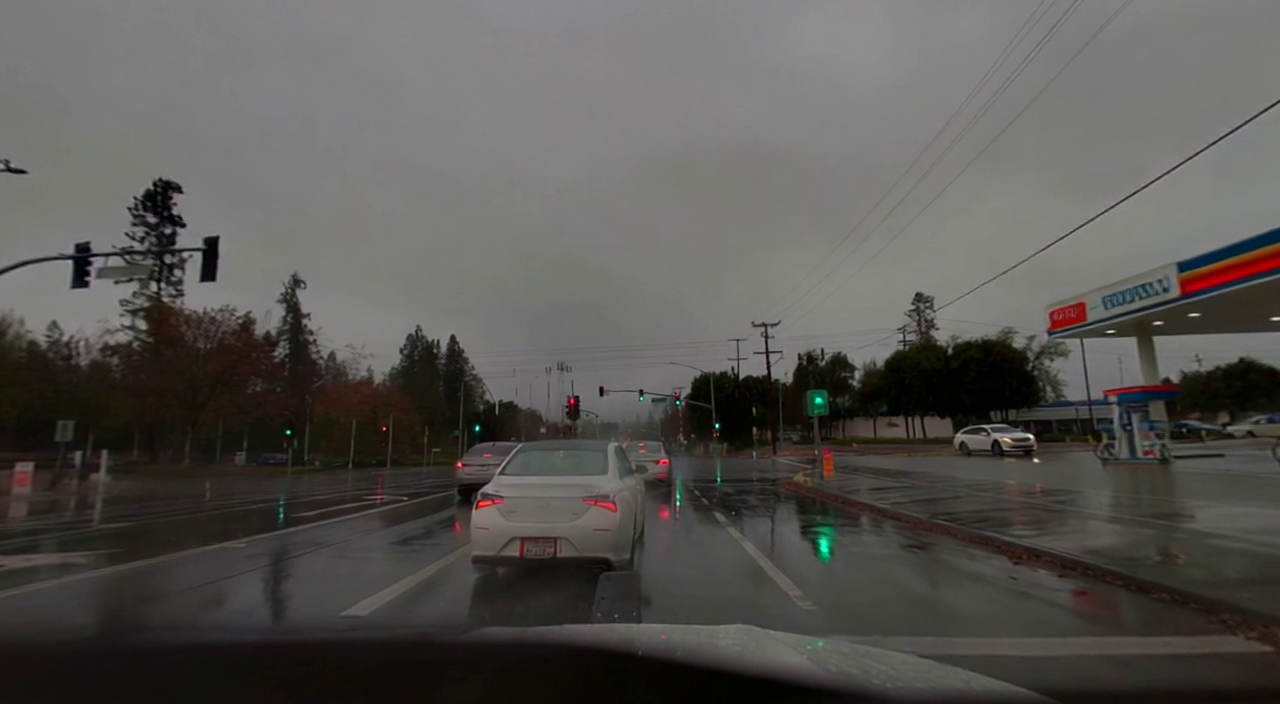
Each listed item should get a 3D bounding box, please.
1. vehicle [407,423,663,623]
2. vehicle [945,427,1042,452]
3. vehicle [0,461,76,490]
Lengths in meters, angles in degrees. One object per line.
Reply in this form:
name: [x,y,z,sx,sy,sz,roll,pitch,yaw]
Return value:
vehicle: [-0.741,1.650,7.165,1.916,1.510,4.447,-1,-8,3]
vehicle: [22.169,5.522,39.749,4.874,1.502,2.048,0,-8,0]
vehicle: [-35.336,6.994,35.964,1.796,1.440,4.802,-1,-8,4]
